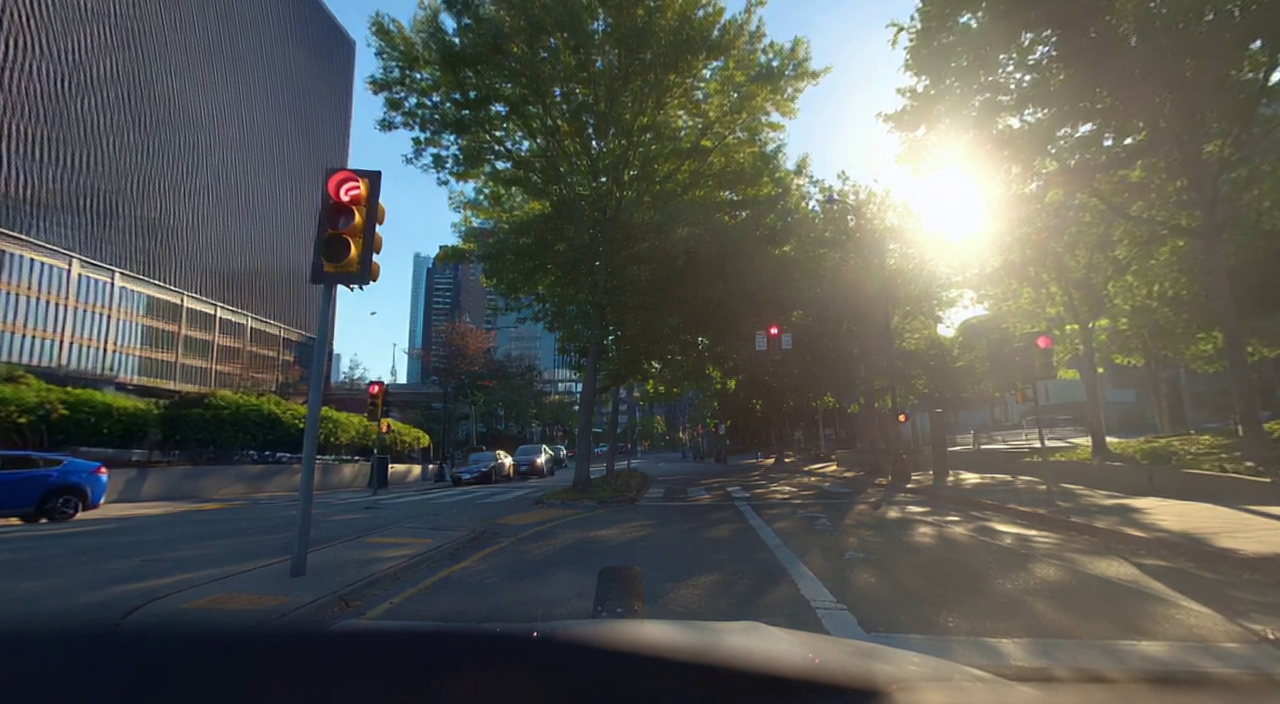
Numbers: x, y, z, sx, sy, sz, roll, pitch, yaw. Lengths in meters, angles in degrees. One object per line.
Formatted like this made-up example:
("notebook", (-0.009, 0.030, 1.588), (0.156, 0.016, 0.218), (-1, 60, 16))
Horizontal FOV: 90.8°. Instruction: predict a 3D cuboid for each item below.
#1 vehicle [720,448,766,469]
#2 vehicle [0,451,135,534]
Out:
("vehicle", (7.847, 8.118, 48.417), (1.829, 1.440, 4.384), (2, -9, -14))
("vehicle", (-12.863, 2.712, 12.269), (4.598, 1.490, 1.816), (7, -11, -40))
